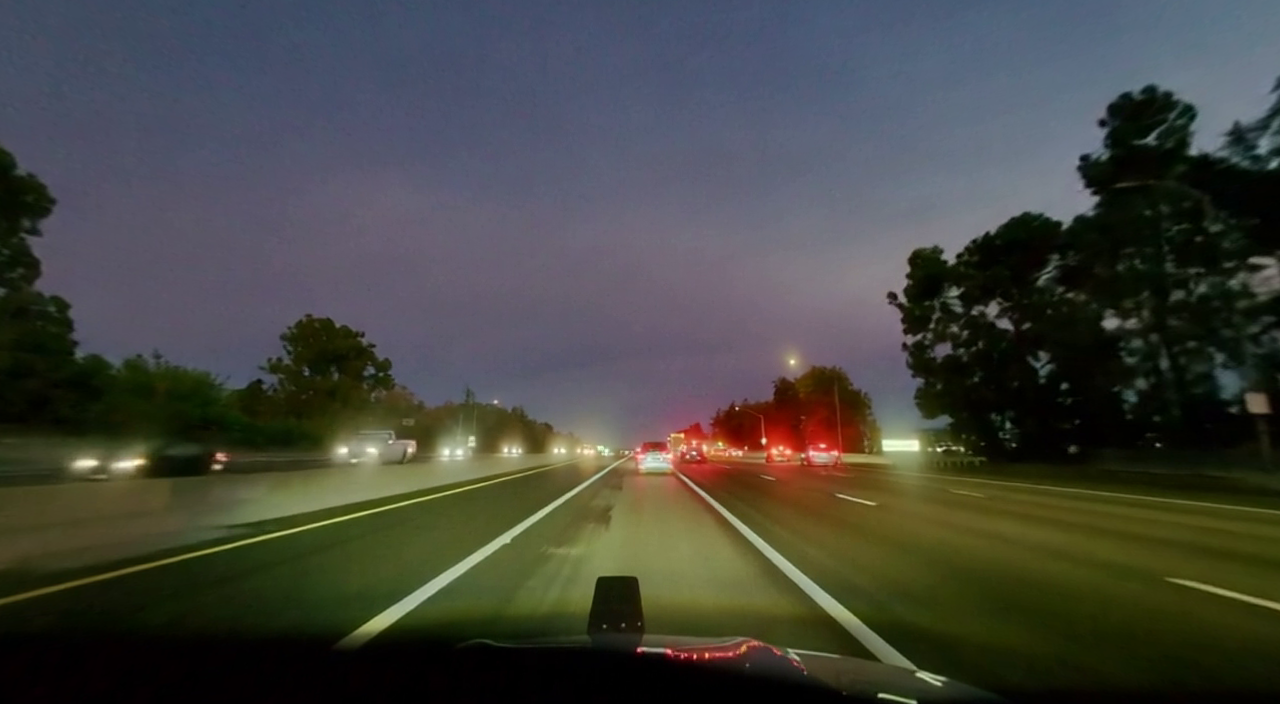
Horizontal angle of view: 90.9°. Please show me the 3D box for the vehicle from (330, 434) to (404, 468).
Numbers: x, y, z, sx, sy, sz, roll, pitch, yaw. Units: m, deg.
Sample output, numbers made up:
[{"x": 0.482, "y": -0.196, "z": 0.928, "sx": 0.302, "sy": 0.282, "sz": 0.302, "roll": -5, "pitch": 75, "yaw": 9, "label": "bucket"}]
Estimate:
[{"x": -18.206, "y": 6.640, "z": 42.478, "sx": 2.375, "sy": 2.048, "sz": 5.835, "roll": 0, "pitch": -8, "yaw": 0, "label": "vehicle"}]

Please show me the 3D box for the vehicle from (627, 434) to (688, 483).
[{"x": 0.573, "y": 4.137, "z": 24.720, "sx": 2.105, "sy": 1.711, "sz": 4.293, "roll": 0, "pitch": -8, "yaw": -2, "label": "vehicle"}]

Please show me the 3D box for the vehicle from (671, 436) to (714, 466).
[{"x": 3.683, "y": 7.144, "z": 45.555, "sx": 2.505, "sy": 2.020, "sz": 5.532, "roll": 0, "pitch": -8, "yaw": -1, "label": "vehicle"}]

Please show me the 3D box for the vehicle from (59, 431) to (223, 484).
[{"x": -18.424, "y": 3.920, "z": 23.694, "sx": 2.118, "sy": 1.761, "sz": 4.873, "roll": 0, "pitch": -8, "yaw": 0, "label": "vehicle"}]

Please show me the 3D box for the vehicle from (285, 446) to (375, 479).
[{"x": -14.045, "y": 5.008, "z": 28.917, "sx": 1.853, "sy": 1.369, "sz": 4.413, "roll": 0, "pitch": -8, "yaw": 1, "label": "vehicle"}]

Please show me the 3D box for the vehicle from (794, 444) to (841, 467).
[{"x": 11.917, "y": 6.976, "z": 42.608, "sx": 1.872, "sy": 1.459, "sz": 4.502, "roll": 0, "pitch": -8, "yaw": 1, "label": "vehicle"}]
